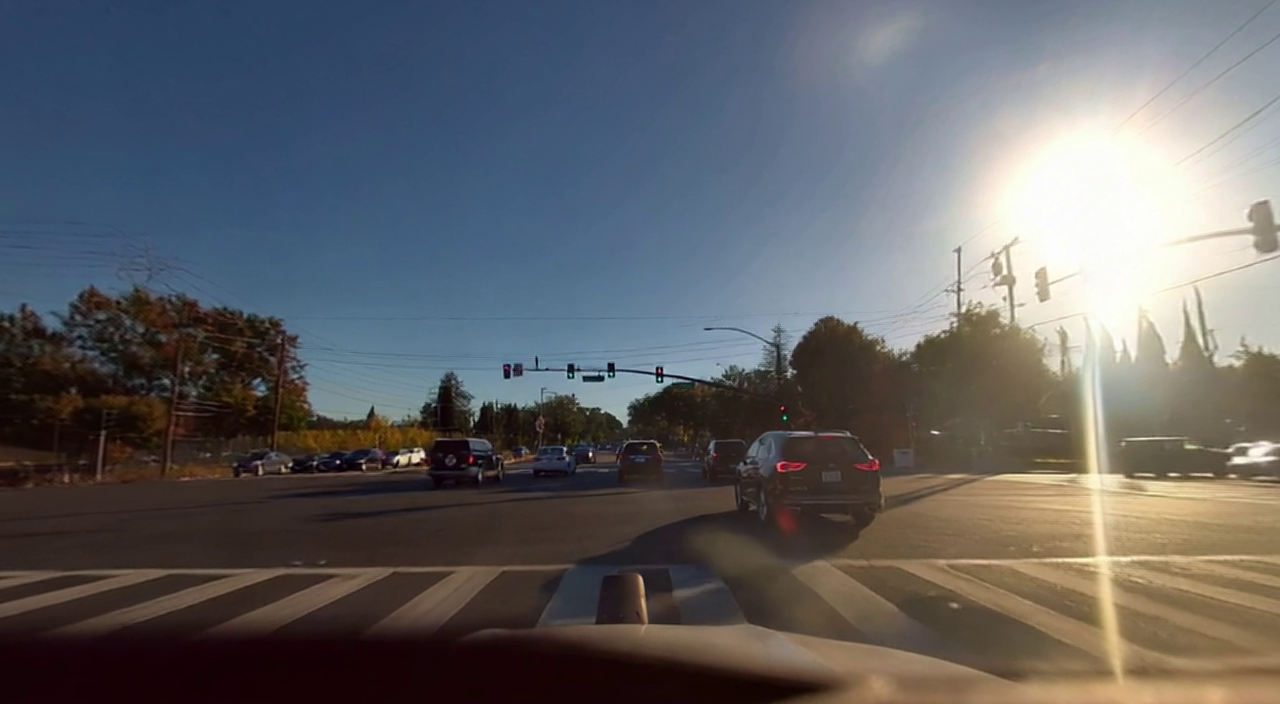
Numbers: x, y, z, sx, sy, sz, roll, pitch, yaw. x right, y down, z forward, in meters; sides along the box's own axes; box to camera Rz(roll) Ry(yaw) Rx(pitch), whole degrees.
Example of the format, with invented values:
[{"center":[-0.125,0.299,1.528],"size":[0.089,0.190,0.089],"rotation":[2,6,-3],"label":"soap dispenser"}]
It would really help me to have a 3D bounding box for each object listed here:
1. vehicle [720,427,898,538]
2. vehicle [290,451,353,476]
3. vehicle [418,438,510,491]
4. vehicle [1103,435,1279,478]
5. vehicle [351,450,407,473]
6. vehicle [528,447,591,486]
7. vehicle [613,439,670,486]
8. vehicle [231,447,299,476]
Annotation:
[{"center":[2.846,2.311,11.836],"size":[2.034,1.655,4.465],"rotation":[0,-9,-1],"label":"vehicle"},{"center":[-21.551,7.505,42.888],"size":[1.891,1.577,4.238],"rotation":[-1,-9,3],"label":"vehicle"},{"center":[-6.660,4.299,24.479],"size":[2.116,1.812,4.609],"rotation":[0,-9,2],"label":"vehicle"},{"center":[20.332,3.870,23.391],"size":[4.830,1.493,1.930],"rotation":[0,-9,-1],"label":"vehicle"},{"center":[-18.250,7.680,44.375],"size":[1.994,1.496,4.211],"rotation":[-1,-9,2],"label":"vehicle"},{"center":[-3.202,4.648,26.039],"size":[1.881,1.466,4.484],"rotation":[0,-9,1],"label":"vehicle"},{"center":[0.091,4.408,25.427],"size":[2.111,1.712,4.078],"rotation":[0,-9,1],"label":"vehicle"},{"center":[-24.901,7.271,42.152],"size":[1.889,1.814,4.086],"rotation":[0,-9,1],"label":"vehicle"}]
